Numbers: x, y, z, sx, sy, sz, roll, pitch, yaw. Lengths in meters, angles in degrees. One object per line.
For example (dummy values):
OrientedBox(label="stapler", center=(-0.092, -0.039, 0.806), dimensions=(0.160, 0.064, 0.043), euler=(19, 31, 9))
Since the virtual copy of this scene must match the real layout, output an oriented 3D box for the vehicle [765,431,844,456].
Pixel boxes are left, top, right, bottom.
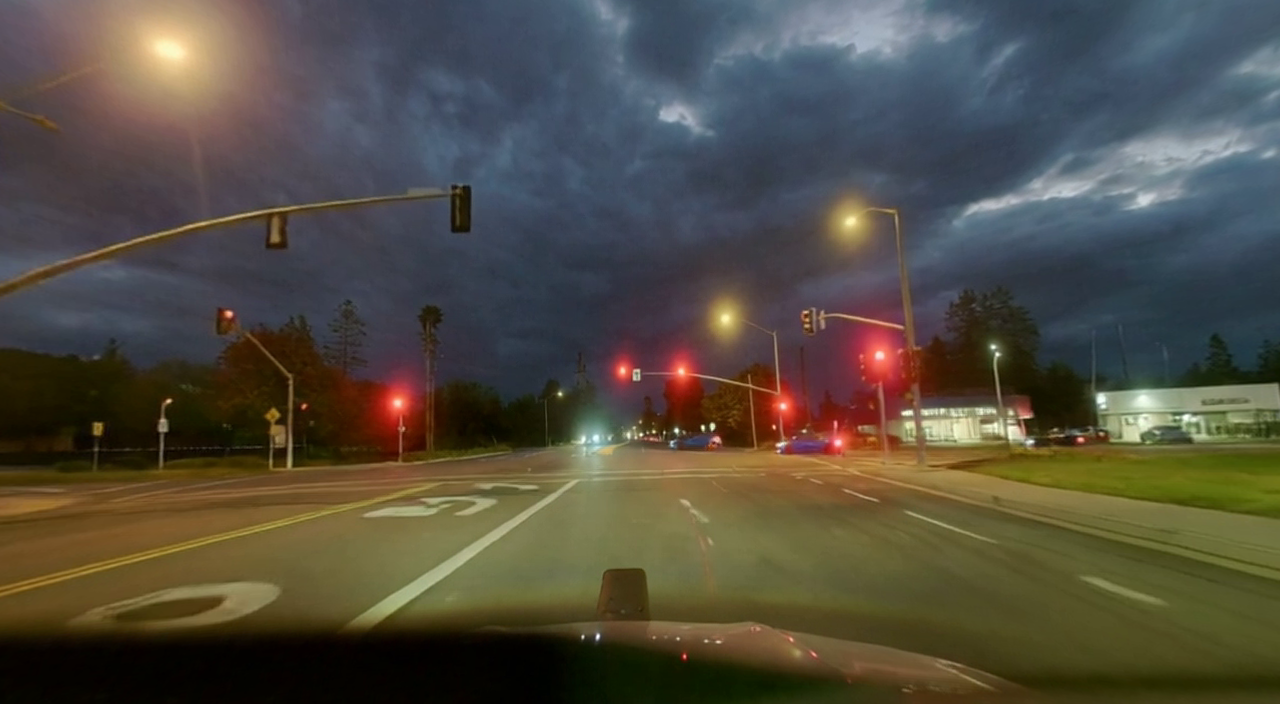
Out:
OrientedBox(label="vehicle", center=(10.536, 5.843, 40.388), dimensions=(4.528, 1.482, 1.864), euler=(3, -8, -19))
